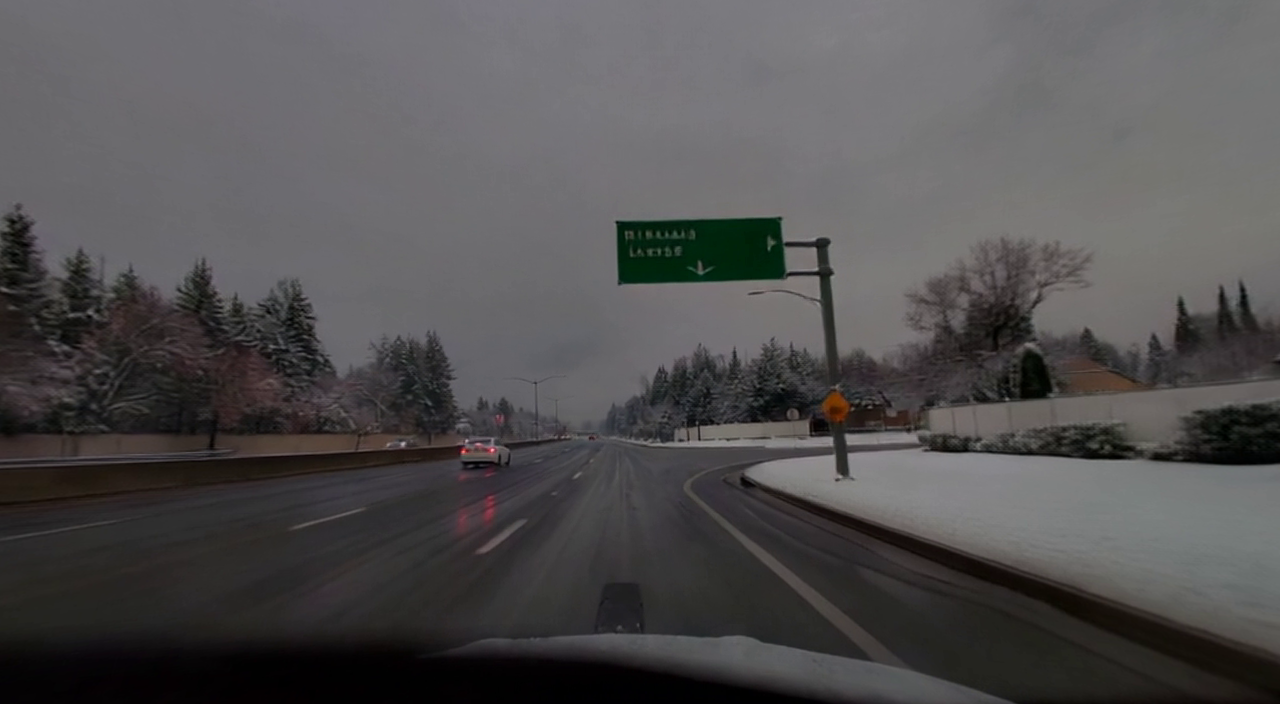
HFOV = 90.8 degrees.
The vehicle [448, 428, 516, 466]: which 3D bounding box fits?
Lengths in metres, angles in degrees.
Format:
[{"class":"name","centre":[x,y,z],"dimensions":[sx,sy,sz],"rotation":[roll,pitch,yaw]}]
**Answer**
[{"class":"vehicle","centre":[-7.688,4.695,31.307],"dimensions":[2.115,1.711,4.722],"rotation":[0,-8,0]}]
